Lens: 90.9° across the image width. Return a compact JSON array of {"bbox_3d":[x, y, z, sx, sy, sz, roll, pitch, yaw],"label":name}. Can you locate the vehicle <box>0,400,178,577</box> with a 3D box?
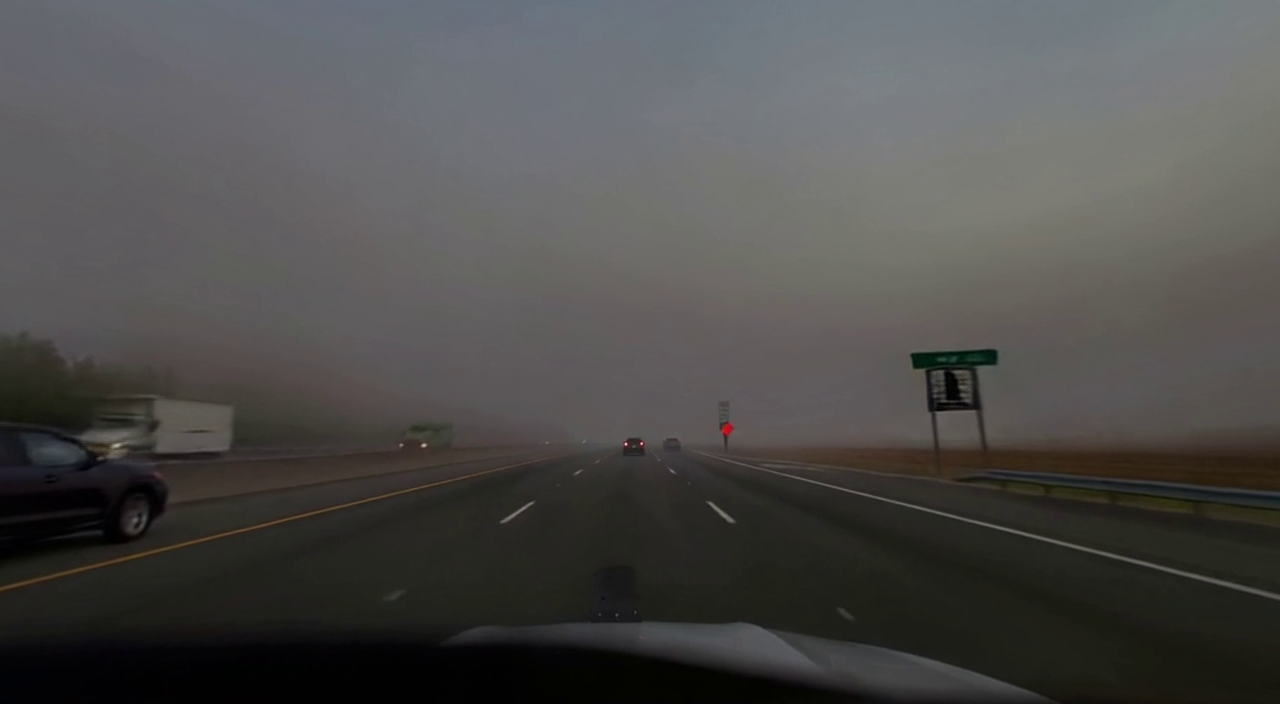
[{"bbox_3d":[-6.797,1.241,5.710,1.939,1.601,4.338,0,-8,-1],"label":"vehicle"}]

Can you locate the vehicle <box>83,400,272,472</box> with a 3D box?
[{"bbox_3d":[-21.538,4.010,30.203,2.751,2.955,8.230,0,-8,0],"label":"vehicle"}]

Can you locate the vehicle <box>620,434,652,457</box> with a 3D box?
[{"bbox_3d":[-0.268,6.452,43.551,2.140,1.475,3.969,0,-8,0],"label":"vehicle"}]
